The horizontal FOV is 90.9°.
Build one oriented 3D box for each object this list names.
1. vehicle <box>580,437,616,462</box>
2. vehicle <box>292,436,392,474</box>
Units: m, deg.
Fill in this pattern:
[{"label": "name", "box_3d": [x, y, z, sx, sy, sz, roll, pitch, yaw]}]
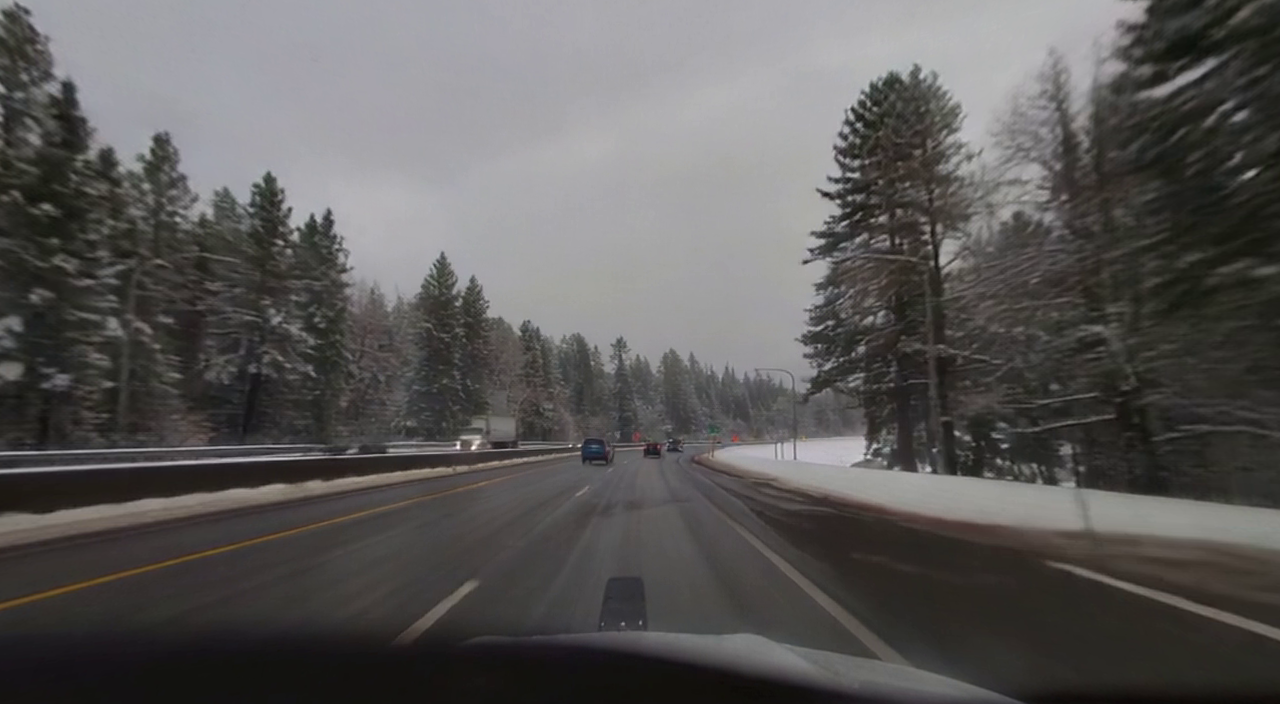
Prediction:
[{"label": "vehicle", "box_3d": [-3.007, 7.084, 46.009, 2.129, 1.742, 4.217, -1, -8, 3]}, {"label": "vehicle", "box_3d": [-13.095, 4.556, 28.069, 2.059, 1.527, 4.706, 0, -8, 1]}]
